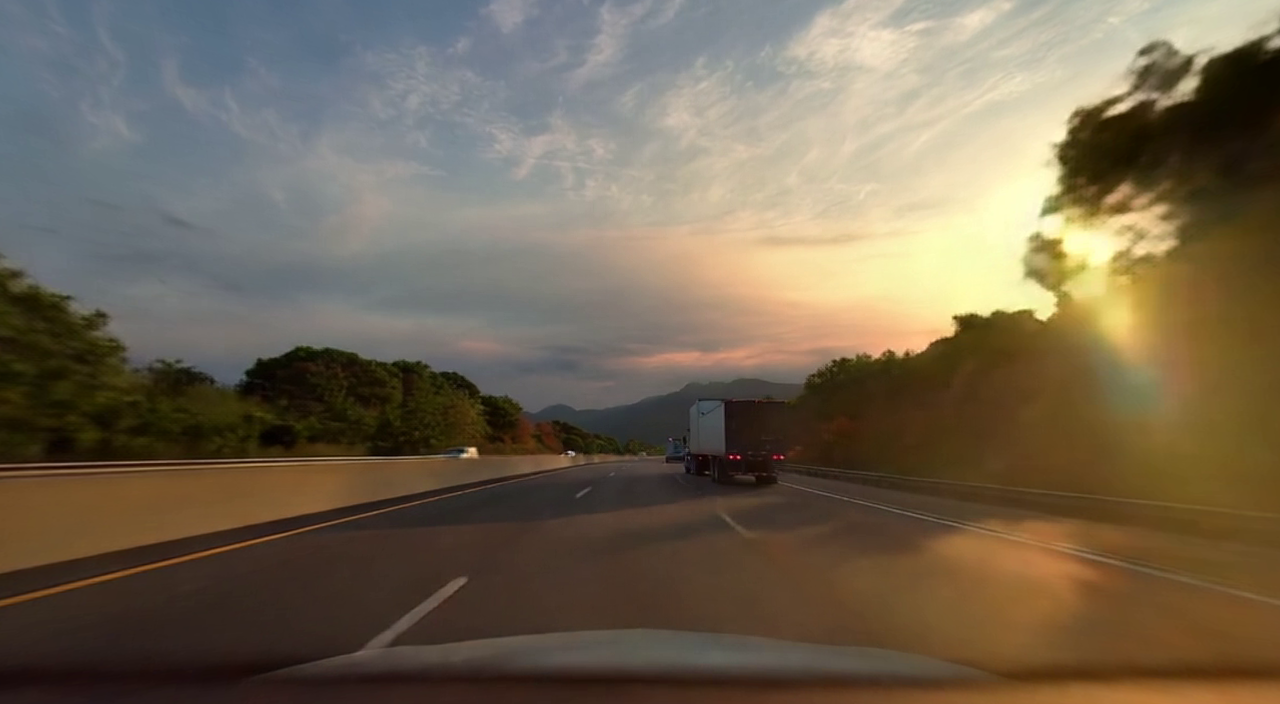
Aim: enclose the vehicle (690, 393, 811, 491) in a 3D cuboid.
[{"bbox_3d":[4.430,4.235,29.140,2.868,3.427,14.032,0,-9,-1],"label":"vehicle"}]
